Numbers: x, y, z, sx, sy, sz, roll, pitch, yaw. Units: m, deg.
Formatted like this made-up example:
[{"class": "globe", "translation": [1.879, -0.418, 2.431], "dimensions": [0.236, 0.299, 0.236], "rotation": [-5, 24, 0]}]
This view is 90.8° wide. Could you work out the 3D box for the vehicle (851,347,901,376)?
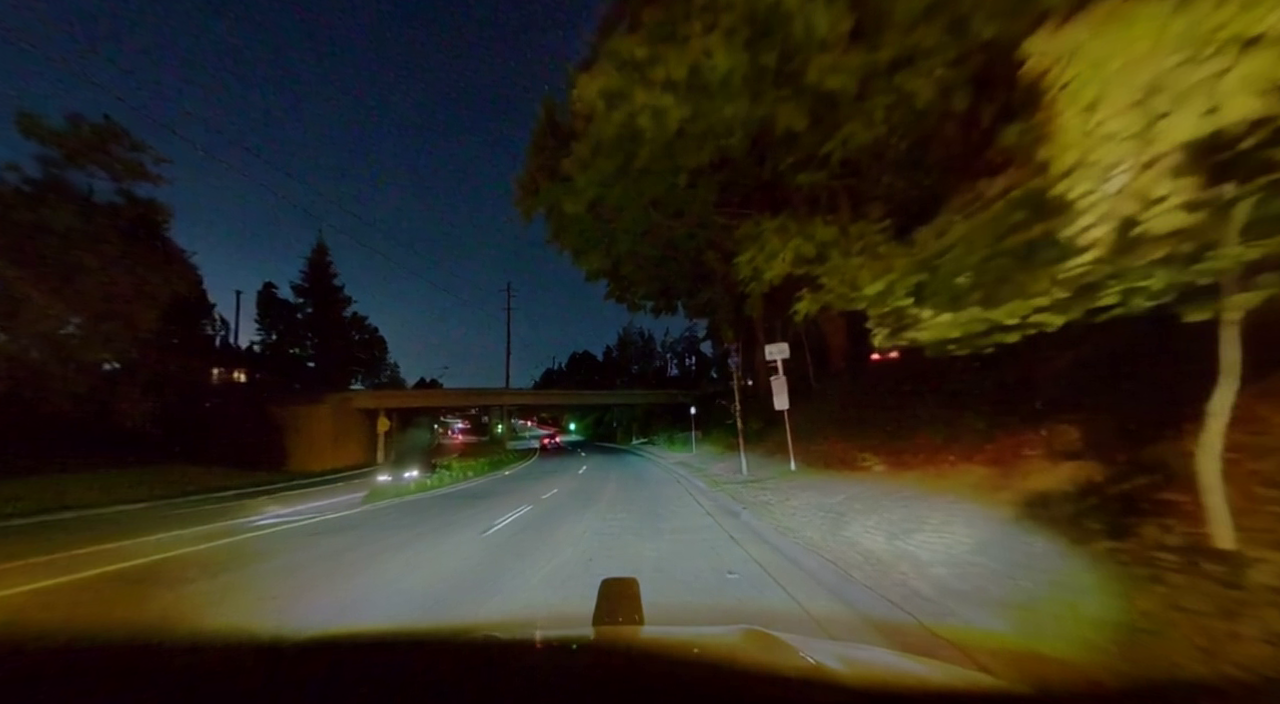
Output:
[{"class": "vehicle", "translation": [16.563, 0.704, 44.537], "dimensions": [2.058, 1.475, 4.587], "rotation": [3, -7, 4]}]
